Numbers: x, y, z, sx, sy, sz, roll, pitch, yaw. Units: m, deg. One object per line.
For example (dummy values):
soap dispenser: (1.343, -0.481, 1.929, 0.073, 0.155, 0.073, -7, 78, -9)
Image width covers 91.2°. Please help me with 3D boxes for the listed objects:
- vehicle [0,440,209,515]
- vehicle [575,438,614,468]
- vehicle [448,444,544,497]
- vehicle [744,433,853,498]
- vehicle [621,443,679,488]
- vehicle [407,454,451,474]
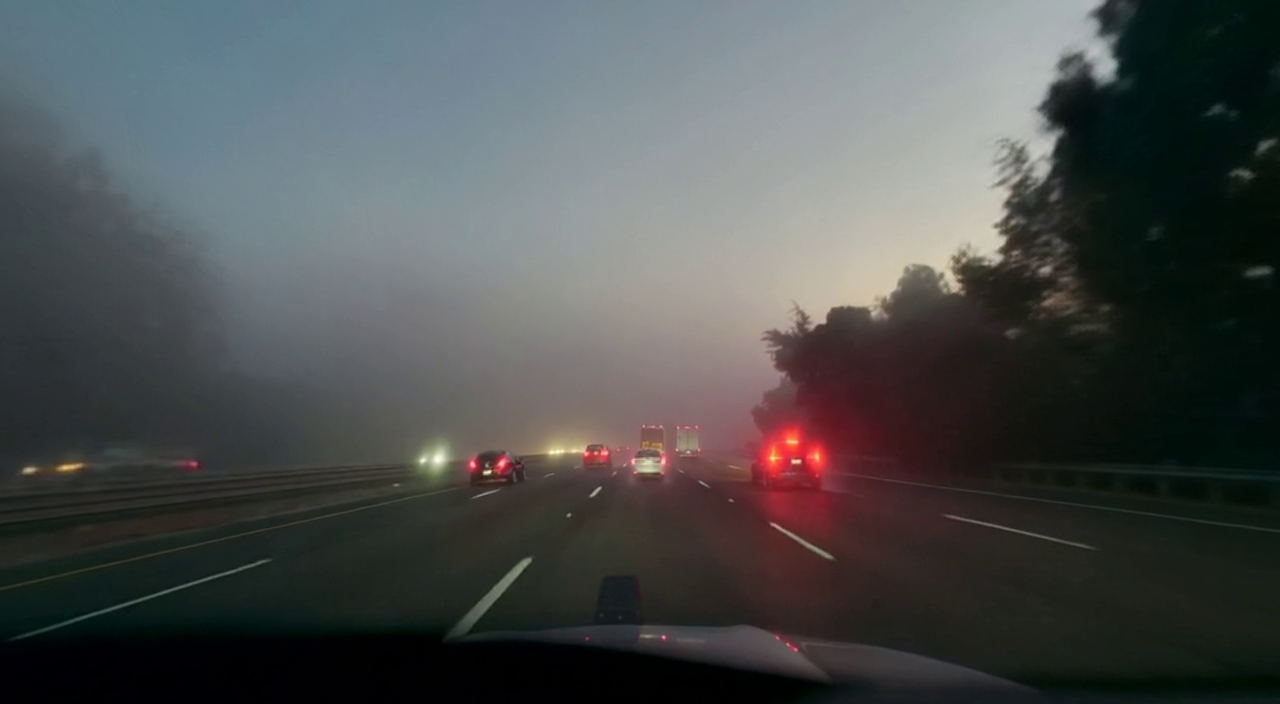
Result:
vehicle: (-16.077, 3.740, 19.220, 2.126, 1.959, 4.926, 0, -9, 0)
vehicle: (-3.108, 7.042, 43.696, 2.230, 1.973, 4.403, -1, -9, 2)
vehicle: (-4.414, 3.696, 19.958, 1.967, 1.473, 4.439, -1, -9, 1)
vehicle: (4.397, 3.229, 18.166, 2.018, 1.639, 4.149, 0, -9, -1)
vehicle: (0.343, 4.285, 24.006, 2.015, 1.526, 4.286, 0, -9, 0)
vehicle: (-16.343, 8.670, 48.669, 1.912, 1.478, 4.106, -1, -9, 1)
